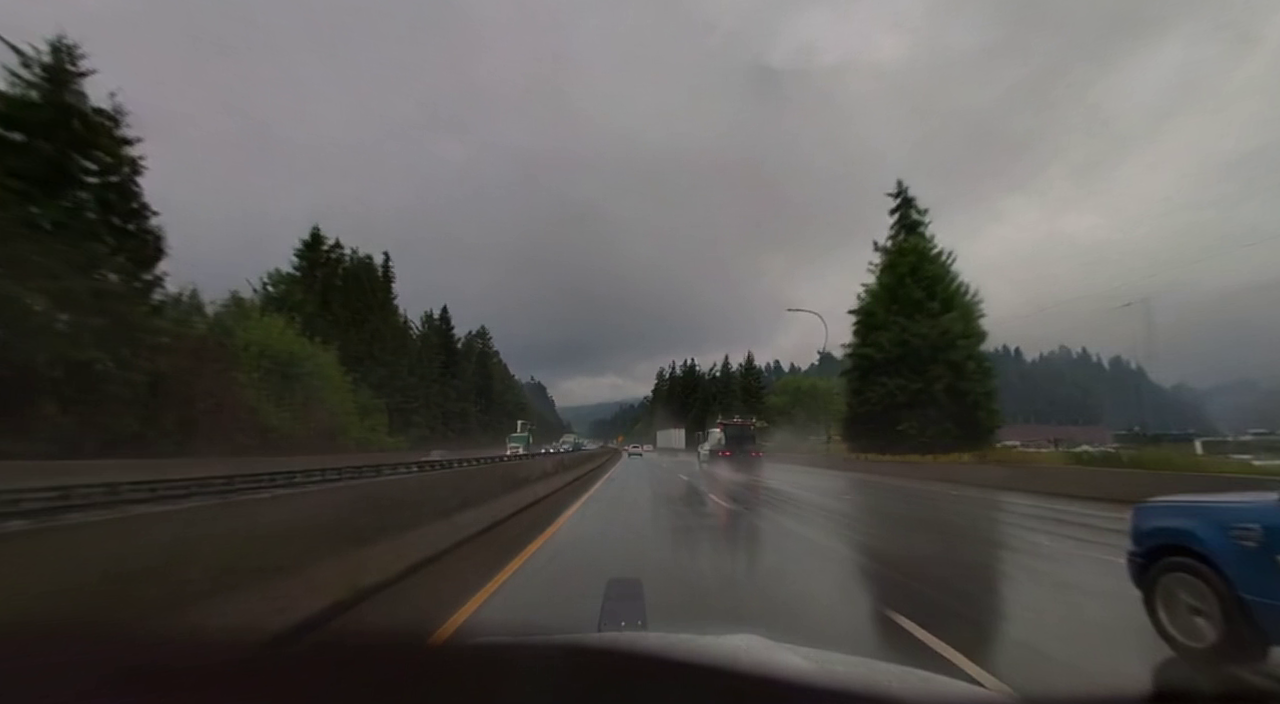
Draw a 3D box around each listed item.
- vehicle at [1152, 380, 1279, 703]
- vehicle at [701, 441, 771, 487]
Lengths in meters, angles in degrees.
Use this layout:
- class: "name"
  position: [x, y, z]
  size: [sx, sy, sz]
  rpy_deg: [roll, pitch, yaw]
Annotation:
- class: "vehicle"
  position: [3.878, 0.719, 1.434]
  size: [2.005, 1.604, 4.002]
  rpy_deg: [0, -9, 0]
- class: "vehicle"
  position: [3.651, 4.368, 24.832]
  size: [2.022, 1.658, 4.132]
  rpy_deg: [0, -9, -1]
